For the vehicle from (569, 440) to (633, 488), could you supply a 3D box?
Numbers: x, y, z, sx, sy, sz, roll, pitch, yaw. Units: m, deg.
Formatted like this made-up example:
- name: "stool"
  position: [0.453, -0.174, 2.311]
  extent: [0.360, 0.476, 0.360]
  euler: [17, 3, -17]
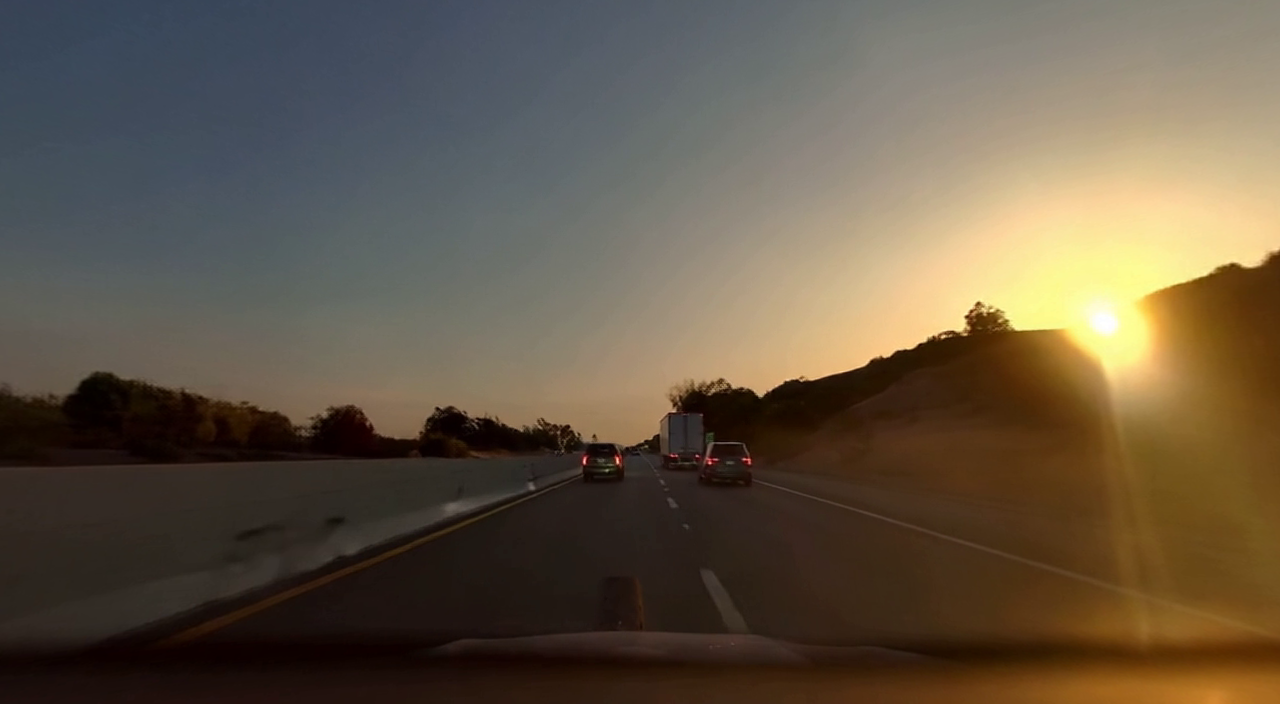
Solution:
- name: "vehicle"
  position: [-1.386, 4.309, 24.387]
  extent: [2.181, 1.653, 4.691]
  euler: [0, -9, 0]

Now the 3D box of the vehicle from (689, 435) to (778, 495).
- name: "vehicle"
  position: [2.861, 3.593, 20.206]
  extent: [2.230, 1.715, 4.243]
  euler: [0, -9, 0]

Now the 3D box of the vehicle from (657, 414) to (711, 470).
- name: "vehicle"
  position: [3.241, 7.082, 49.093]
  extent: [3.143, 3.880, 10.117]
  euler: [0, -9, -2]
